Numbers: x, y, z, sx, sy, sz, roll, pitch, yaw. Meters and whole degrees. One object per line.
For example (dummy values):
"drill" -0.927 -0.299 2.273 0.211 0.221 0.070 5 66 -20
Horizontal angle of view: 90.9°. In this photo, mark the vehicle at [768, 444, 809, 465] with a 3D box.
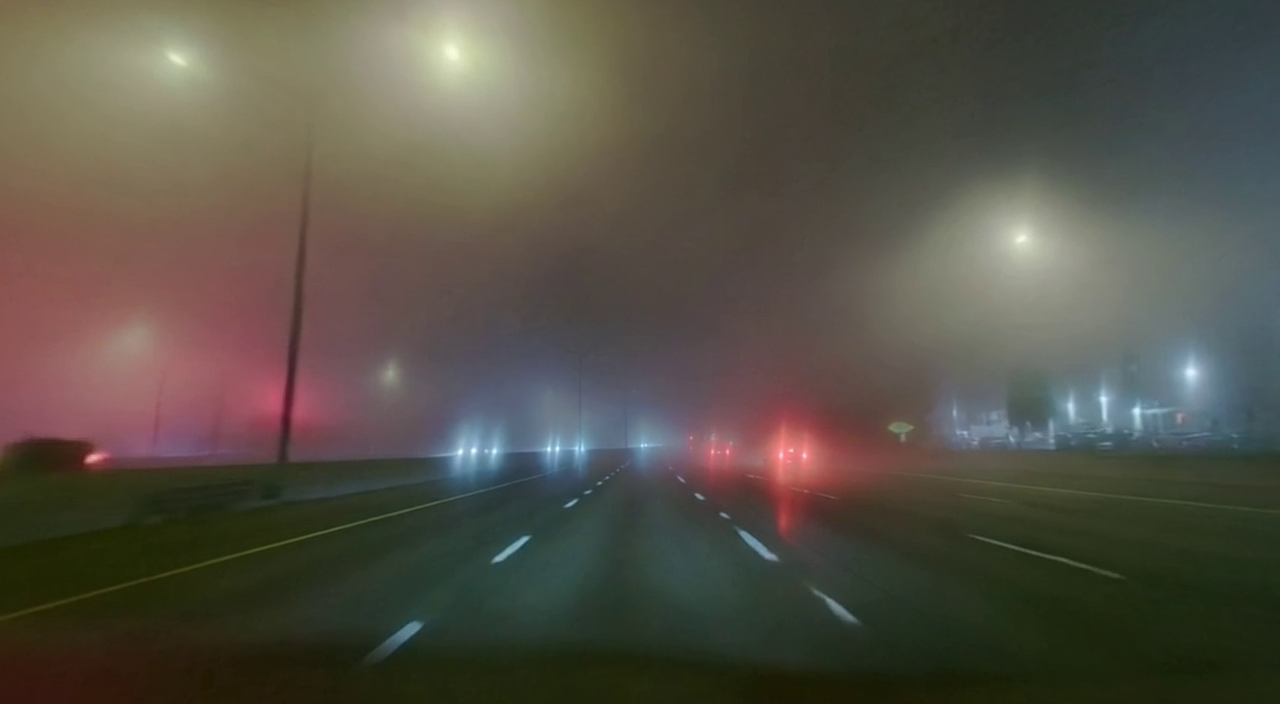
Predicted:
"vehicle" 11.262 7.797 48.073 2.000 1.514 4.585 0 -9 0
